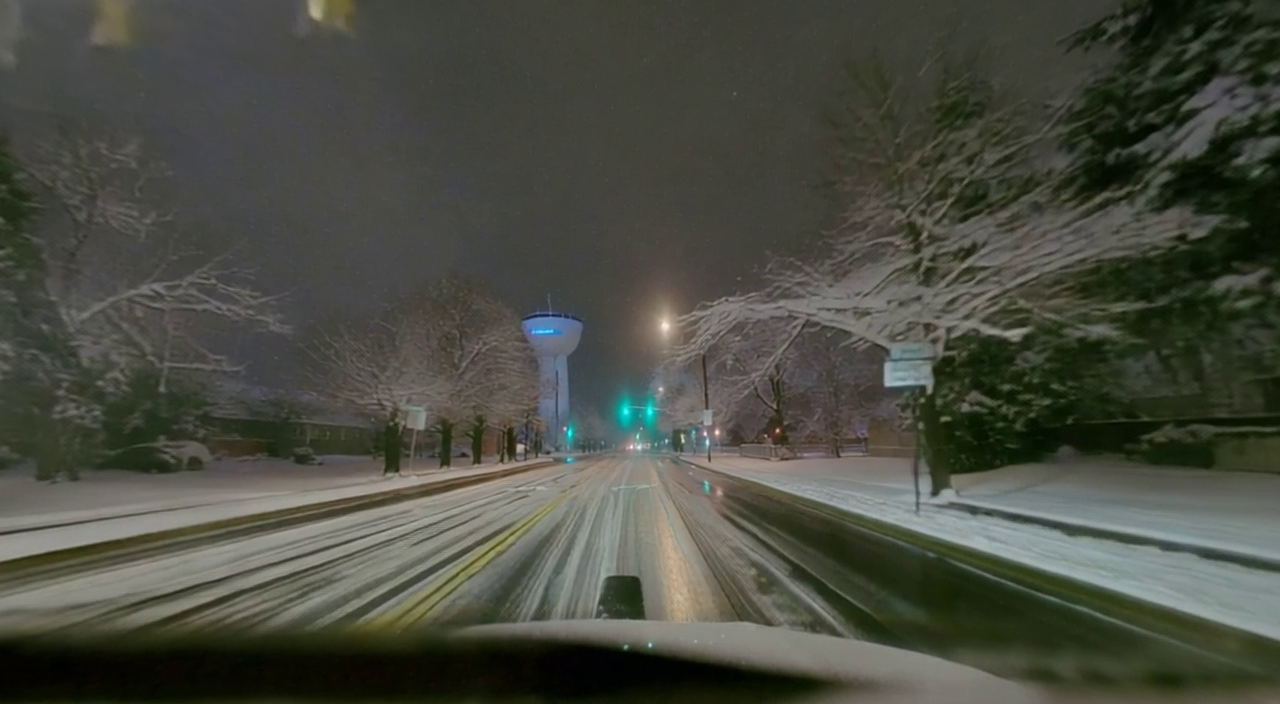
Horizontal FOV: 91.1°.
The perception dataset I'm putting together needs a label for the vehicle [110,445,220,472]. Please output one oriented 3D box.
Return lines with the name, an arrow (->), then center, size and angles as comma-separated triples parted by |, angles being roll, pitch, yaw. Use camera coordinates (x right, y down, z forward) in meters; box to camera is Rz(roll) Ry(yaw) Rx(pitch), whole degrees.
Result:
vehicle -> -26.666, 6.004, 35.347 | 4.577, 1.417, 2.014 | -1, -9, 2
